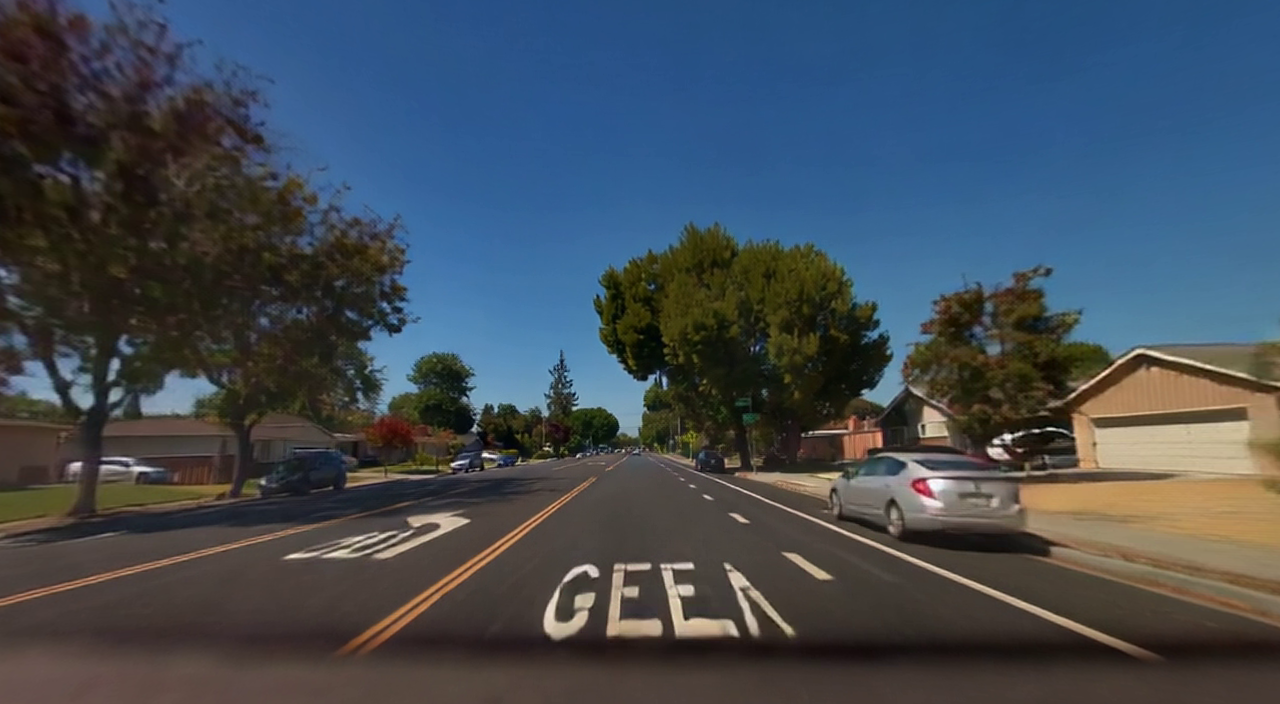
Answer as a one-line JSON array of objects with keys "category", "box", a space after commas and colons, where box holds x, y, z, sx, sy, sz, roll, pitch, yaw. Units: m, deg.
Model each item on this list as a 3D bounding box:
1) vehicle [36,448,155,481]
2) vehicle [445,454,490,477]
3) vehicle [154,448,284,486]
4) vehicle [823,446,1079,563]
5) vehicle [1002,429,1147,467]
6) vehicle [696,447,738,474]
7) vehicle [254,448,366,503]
[{"category": "vehicle", "box": [-26.587, 5.496, 30.959, 4.073, 1.502, 1.822, 0, -9, -2]}, {"category": "vehicle", "box": [-12.445, 8.181, 45.888, 1.940, 1.452, 4.485, -3, -9, 1]}, {"category": "vehicle", "box": [-20.337, 5.555, 30.750, 4.744, 1.752, 2.008, 1, -9, -7]}, {"category": "vehicle", "box": [4.582, 2.269, 10.208, 1.970, 1.455, 4.233, 0, -9, 0]}, {"category": "vehicle", "box": [17.536, 3.912, 25.664, 4.434, 1.460, 1.800, -1, -9, 3]}, {"category": "vehicle", "box": [4.583, 6.551, 38.383, 1.925, 1.482, 4.746, 0, -9, 0]}, {"category": "vehicle", "box": [-12.756, 4.743, 24.805, 2.049, 1.782, 4.460, -4, -8, 0]}]
